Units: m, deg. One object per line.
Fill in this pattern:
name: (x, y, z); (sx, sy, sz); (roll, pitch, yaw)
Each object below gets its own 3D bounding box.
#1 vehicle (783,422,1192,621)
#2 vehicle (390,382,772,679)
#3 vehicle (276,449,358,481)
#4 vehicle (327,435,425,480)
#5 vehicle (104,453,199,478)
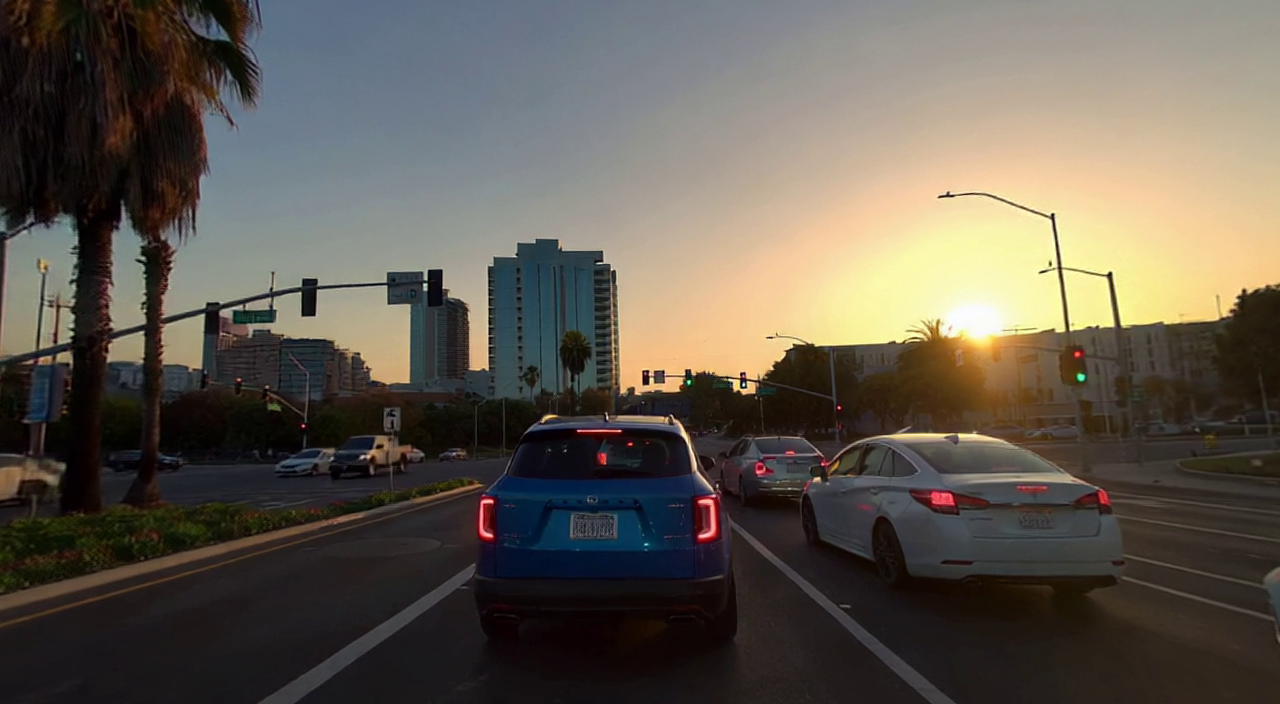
vehicle: (3.120, 1.608, 7.001); (1.971, 1.473, 4.495); (0, -8, 0)
vehicle: (-0.336, 1.319, 5.699); (2.172, 1.694, 4.055); (0, -8, 0)
vehicle: (-16.894, 5.894, 33.067); (1.951, 1.500, 4.372); (0, -8, 1)
vehicle: (-12.554, 5.059, 30.397); (2.317, 1.924, 5.636); (0, -9, -1)
vehicle: (-36.615, 8.507, 47.121); (5.347, 1.785, 2.123); (0, -8, 1)
